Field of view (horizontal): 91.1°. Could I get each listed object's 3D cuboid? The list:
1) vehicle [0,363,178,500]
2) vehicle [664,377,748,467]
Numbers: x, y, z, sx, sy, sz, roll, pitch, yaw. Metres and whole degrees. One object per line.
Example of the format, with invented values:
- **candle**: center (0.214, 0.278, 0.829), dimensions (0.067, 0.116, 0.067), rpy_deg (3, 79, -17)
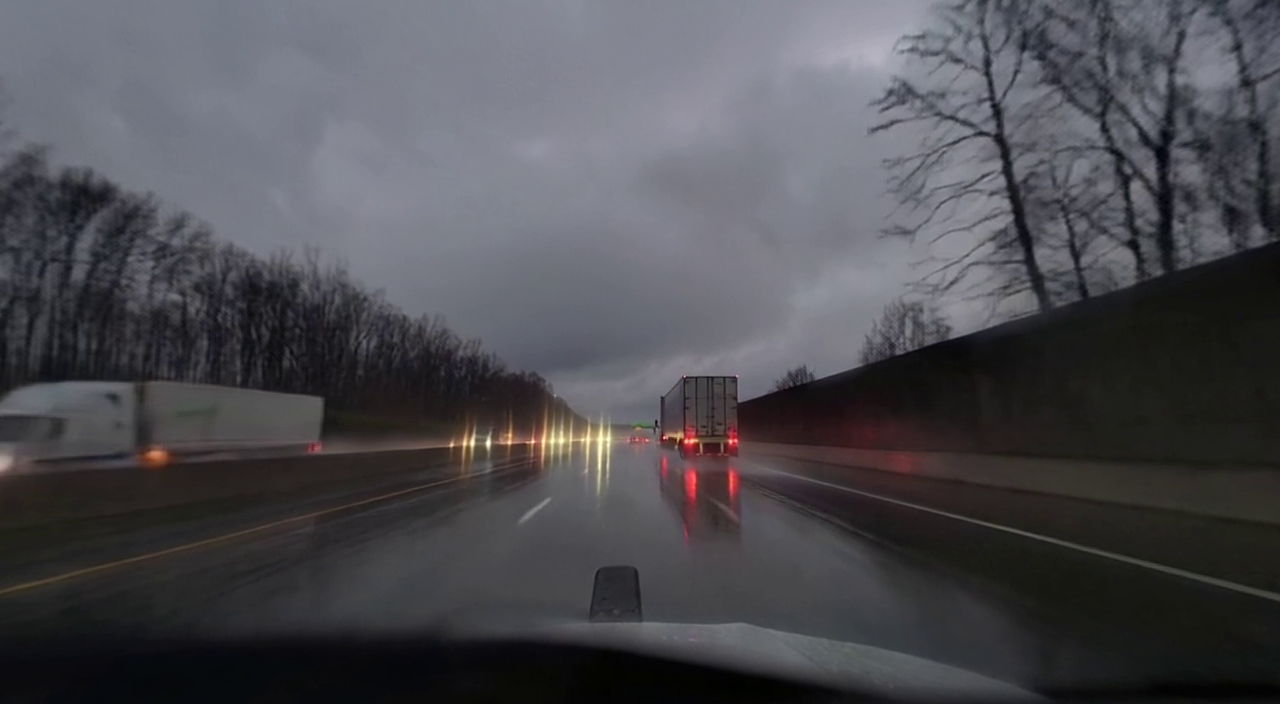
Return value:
- **vehicle**: center (-20.138, 2.775, 22.203), dimensions (2.877, 4.178, 5.690), rpy_deg (0, -7, 3)
- **vehicle**: center (3.398, 4.244, 37.161), dimensions (2.979, 4.161, 15.508), rpy_deg (1, -7, -1)
